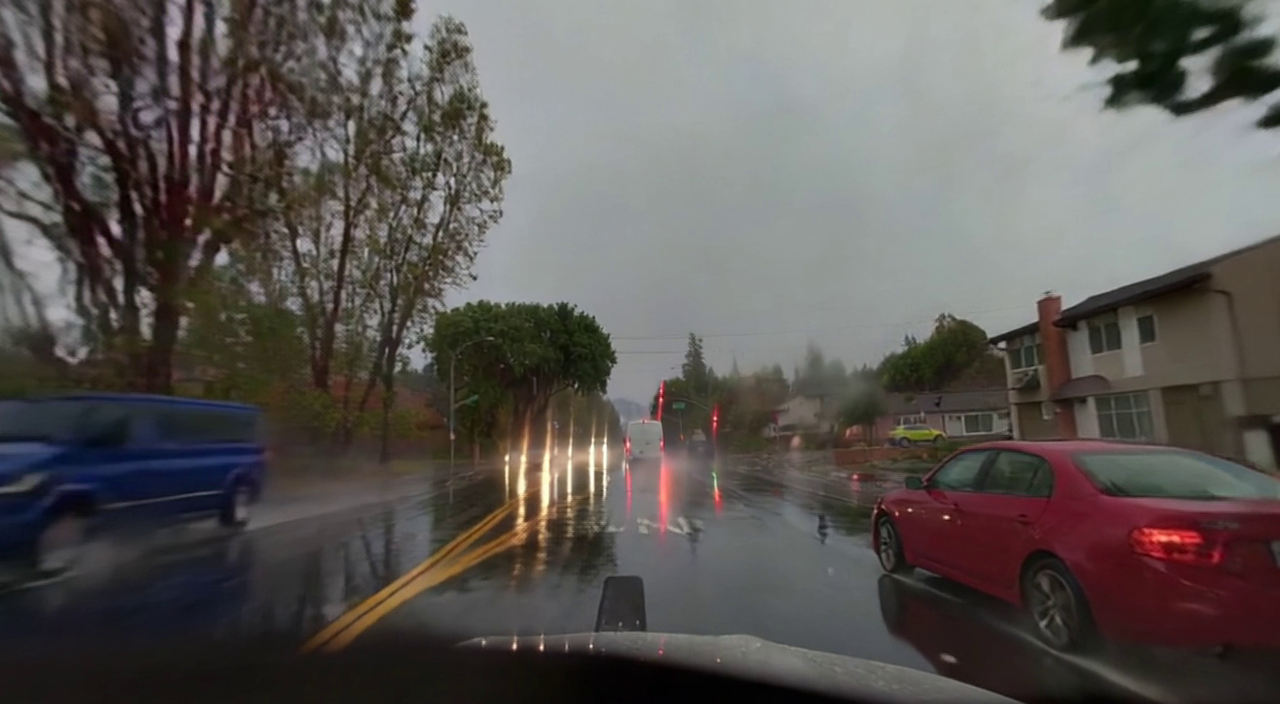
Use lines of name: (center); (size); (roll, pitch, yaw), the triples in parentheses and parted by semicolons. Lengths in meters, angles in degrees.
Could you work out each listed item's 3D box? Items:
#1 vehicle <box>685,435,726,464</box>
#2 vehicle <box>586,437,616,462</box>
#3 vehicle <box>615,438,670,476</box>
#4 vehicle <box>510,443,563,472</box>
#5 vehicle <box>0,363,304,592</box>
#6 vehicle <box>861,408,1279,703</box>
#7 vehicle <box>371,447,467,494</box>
vehicle: (4.300, 6.490, 42.183); (2.187, 1.847, 4.553); (0, -8, -1)
vehicle: (-2.848, 7.301, 47.268); (2.083, 1.741, 5.530); (0, -8, -1)
vehicle: (0.087, 4.391, 26.683); (2.114, 1.483, 4.207); (0, -8, 0)
vehicle: (-5.710, 5.844, 35.396); (2.193, 1.502, 4.913); (0, -8, -1)
vehicle: (-8.079, 1.812, 10.032); (2.383, 2.558, 5.821); (0, -8, -2)
vehicle: (3.523, 1.286, 4.938); (1.973, 1.447, 4.402); (0, -8, 0)
vehicle: (-7.579, 4.082, 22.194); (2.070, 1.454, 4.400); (0, -8, -4)
